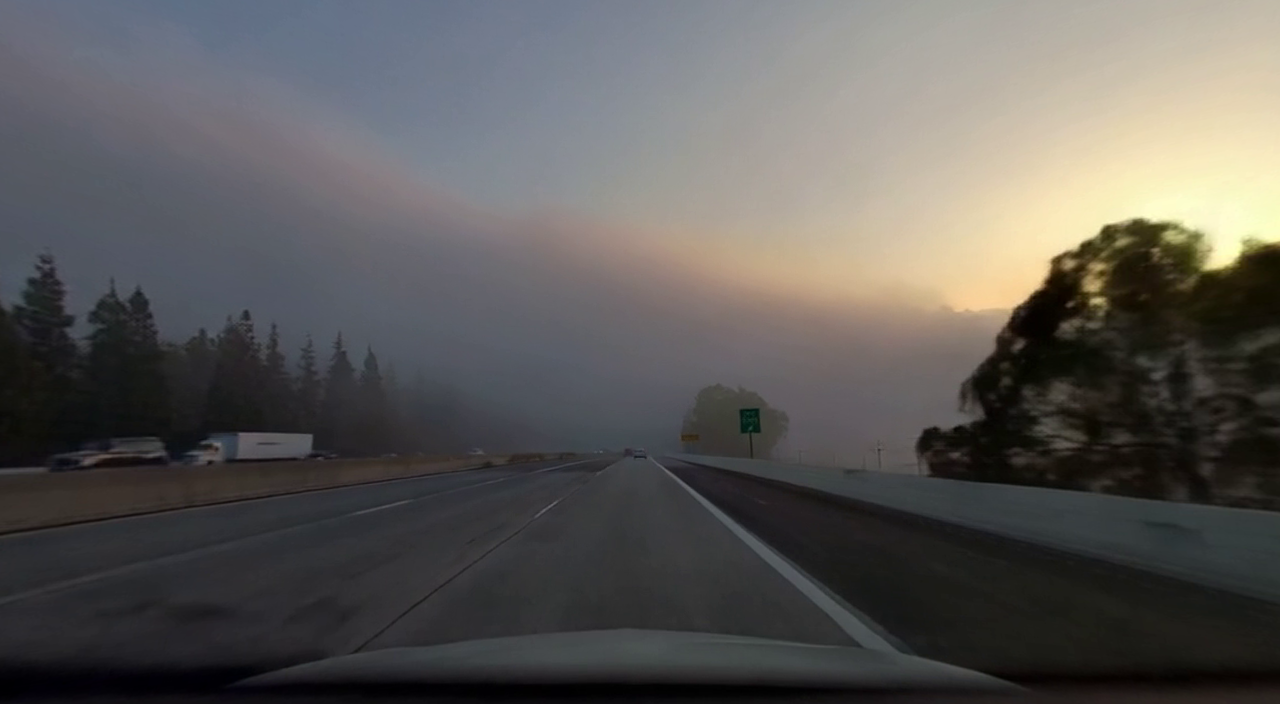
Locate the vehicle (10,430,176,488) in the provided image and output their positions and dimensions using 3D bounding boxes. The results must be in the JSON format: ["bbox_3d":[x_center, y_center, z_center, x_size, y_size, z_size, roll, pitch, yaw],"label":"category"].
[{"bbox_3d":[-36.641,7.209,42.870,2.933,3.474,9.227,0,-9,0],"label":"vehicle"}]
